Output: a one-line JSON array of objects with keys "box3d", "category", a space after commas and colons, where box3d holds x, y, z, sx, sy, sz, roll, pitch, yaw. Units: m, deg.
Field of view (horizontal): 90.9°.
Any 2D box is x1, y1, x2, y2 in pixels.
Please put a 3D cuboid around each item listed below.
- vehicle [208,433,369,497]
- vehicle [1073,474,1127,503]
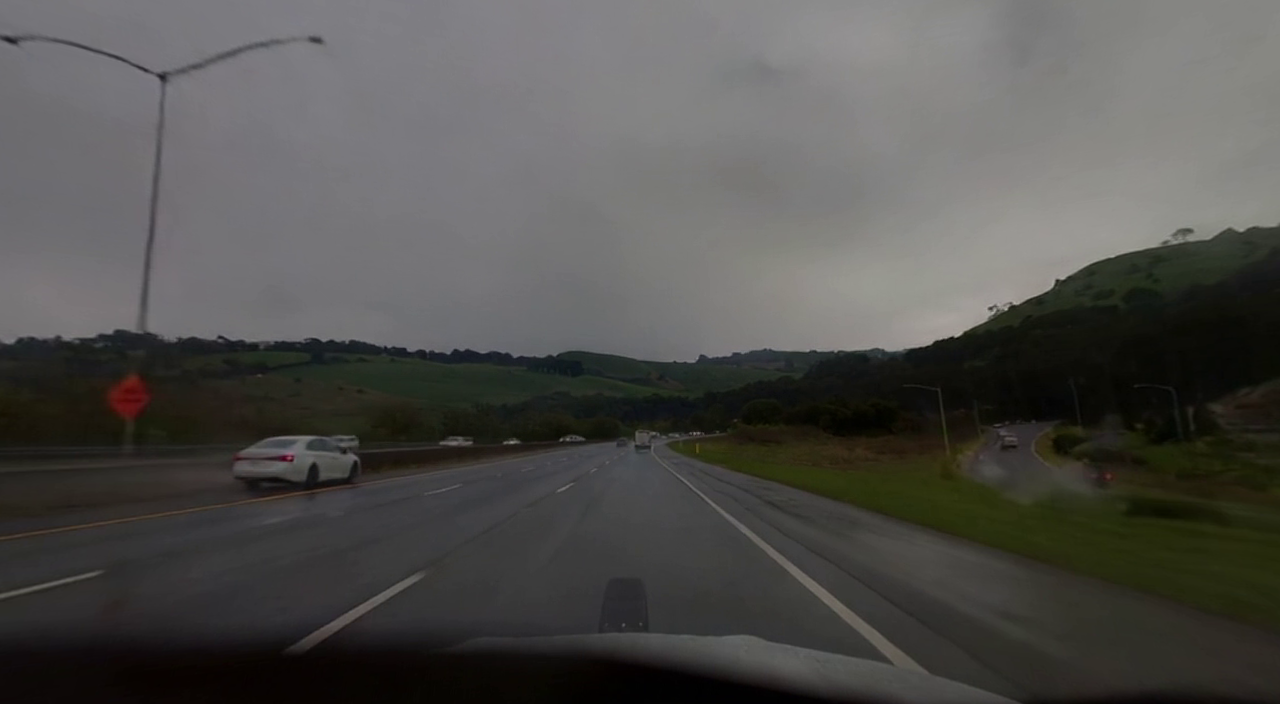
[{"box3d": [-10.844, 3.495, 20.027, 2.152, 1.753, 4.972, 0, -8, 1], "category": "vehicle"}, {"box3d": [33.343, 9.848, 45.810, 2.108, 1.763, 4.817, -4, -9, 24], "category": "vehicle"}]
